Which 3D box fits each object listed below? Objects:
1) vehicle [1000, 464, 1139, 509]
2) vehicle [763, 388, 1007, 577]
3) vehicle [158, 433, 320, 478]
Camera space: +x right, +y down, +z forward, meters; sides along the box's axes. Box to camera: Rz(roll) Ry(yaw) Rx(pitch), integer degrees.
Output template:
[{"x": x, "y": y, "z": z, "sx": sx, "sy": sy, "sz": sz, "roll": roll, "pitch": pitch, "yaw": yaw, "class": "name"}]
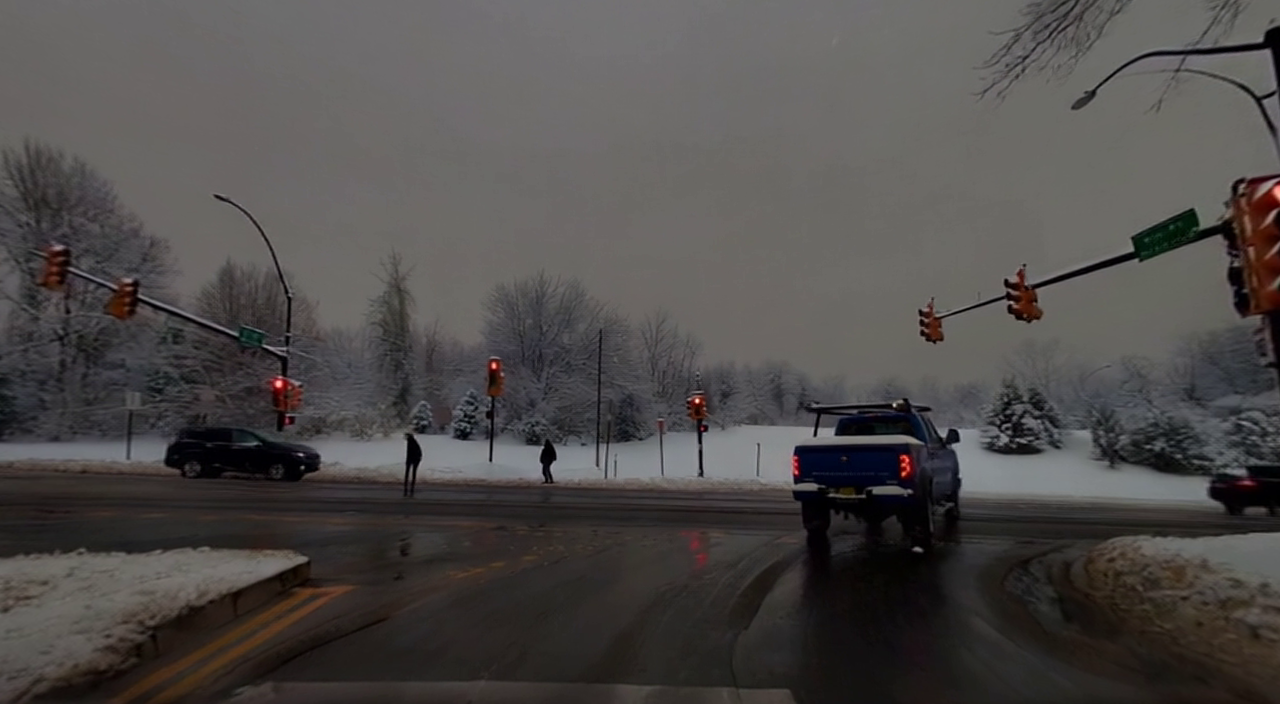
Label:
[{"x": 17.891, "y": 5.610, "z": 26.386, "sx": 4.356, "sy": 1.498, "sz": 1.957, "roll": -3, "pitch": -8, "yaw": -2, "class": "vehicle"}, {"x": 4.724, "y": 2.148, "z": 11.379, "sx": 2.851, "sy": 2.400, "sz": 5.978, "roll": -5, "pitch": -10, "yaw": 32, "class": "vehicle"}, {"x": -15.218, "y": 3.937, "z": 24.163, "sx": 1.964, "sy": 1.525, "sz": 4.750, "roll": -7, "pitch": -11, "yaw": 40, "class": "vehicle"}]
